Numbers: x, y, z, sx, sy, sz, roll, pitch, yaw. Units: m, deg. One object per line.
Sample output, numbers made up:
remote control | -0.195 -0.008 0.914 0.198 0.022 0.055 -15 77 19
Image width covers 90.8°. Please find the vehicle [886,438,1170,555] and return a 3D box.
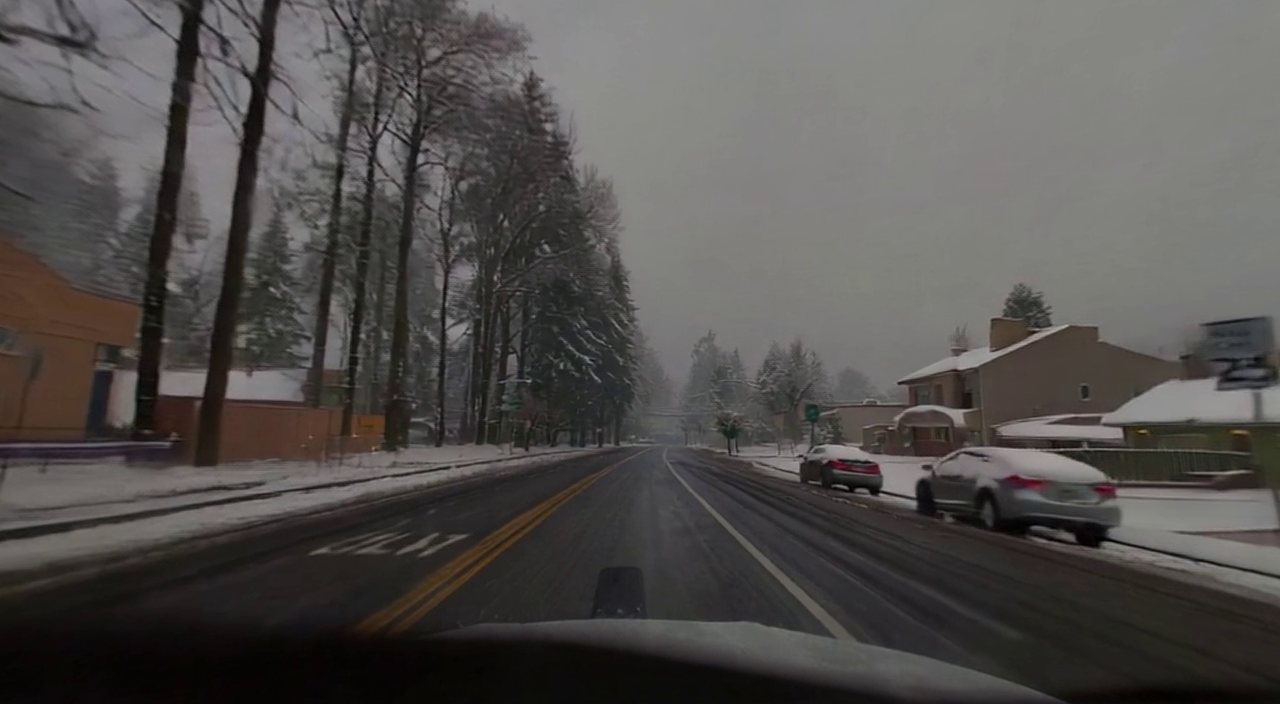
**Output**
vehicle | 6.104 2.272 10.757 1.893 1.543 4.434 0 -9 -2

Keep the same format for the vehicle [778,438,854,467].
vehicle | 11.578 6.634 41.811 4.453 1.590 1.861 -3 -7 3
